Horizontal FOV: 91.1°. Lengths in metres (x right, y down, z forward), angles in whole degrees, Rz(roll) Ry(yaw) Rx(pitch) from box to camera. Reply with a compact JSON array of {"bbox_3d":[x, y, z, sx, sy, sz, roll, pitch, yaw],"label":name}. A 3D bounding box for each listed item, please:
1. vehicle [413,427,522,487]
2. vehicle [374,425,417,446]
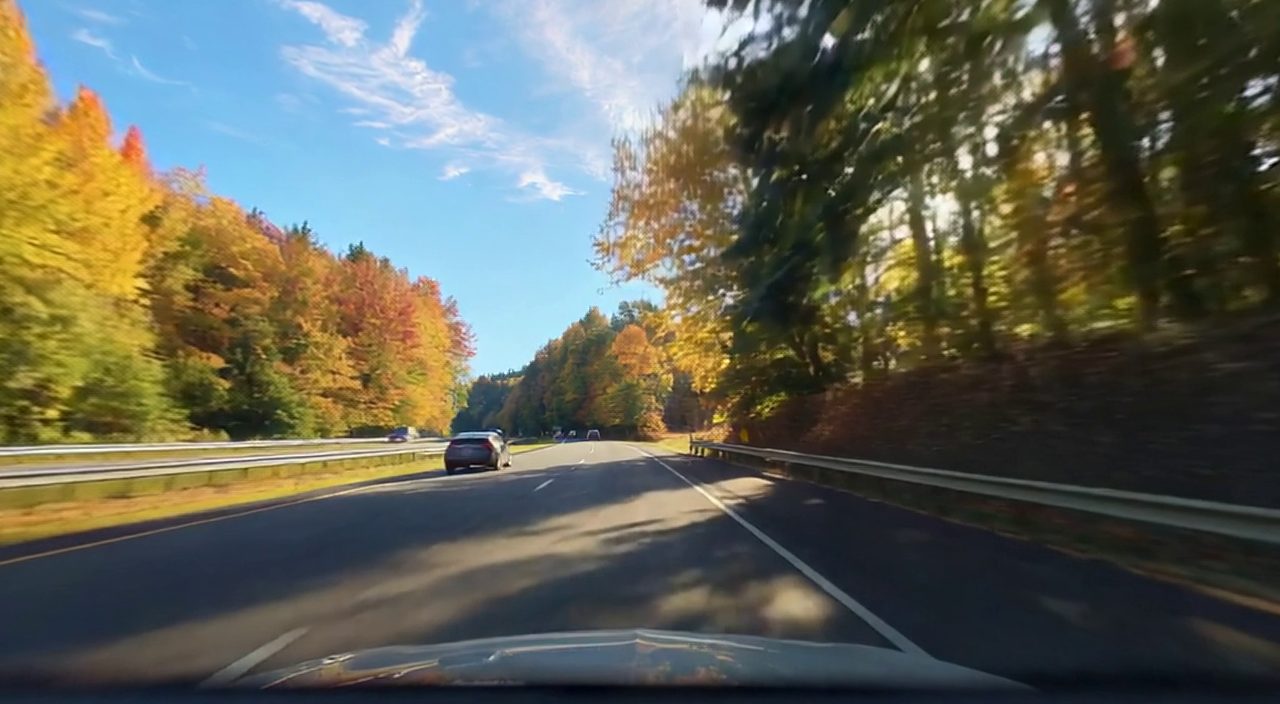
[{"bbox_3d":[-4.932,3.044,18.707,2.073,1.559,4.393,0,-8,-1],"label":"vehicle"},{"bbox_3d":[-18.797,6.445,48.532,1.815,1.511,3.997,0,-8,-1],"label":"vehicle"}]
